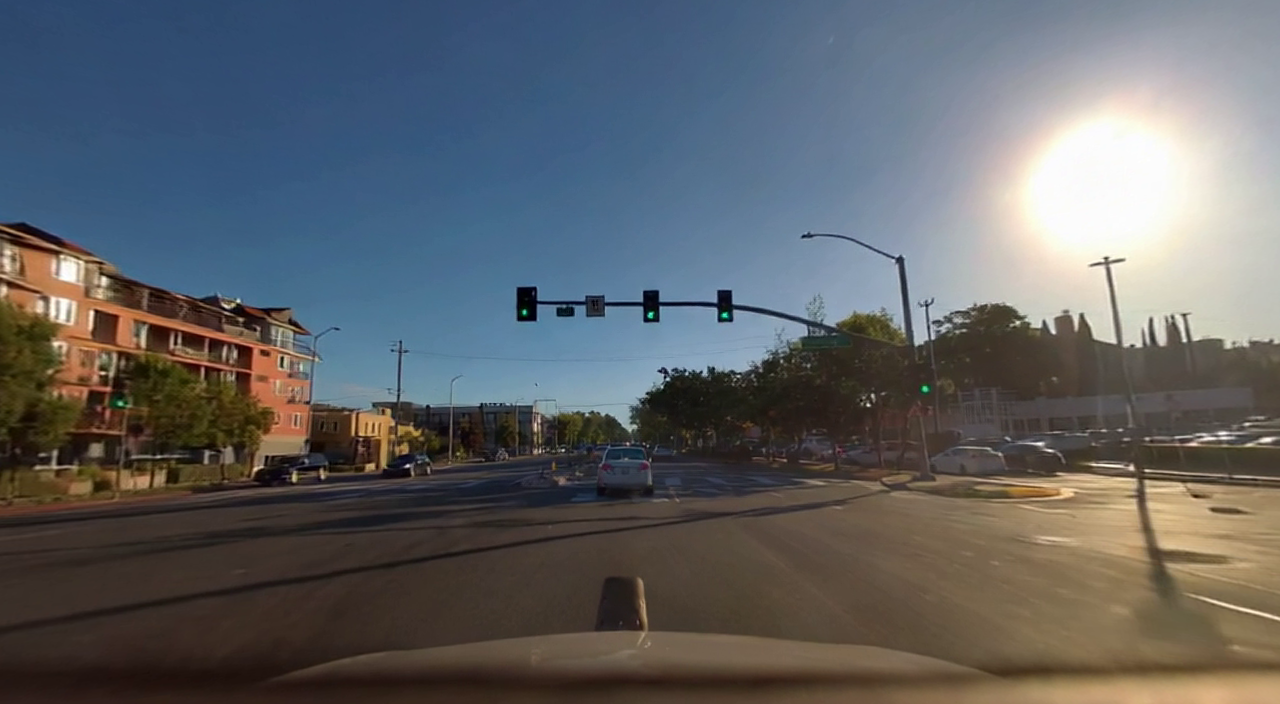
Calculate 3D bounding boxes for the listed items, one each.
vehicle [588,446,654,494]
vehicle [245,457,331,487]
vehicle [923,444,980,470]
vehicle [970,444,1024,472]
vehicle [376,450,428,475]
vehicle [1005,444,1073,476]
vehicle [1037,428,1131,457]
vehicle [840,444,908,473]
[{"bbox_3d":[-0.599,3.893,21.218,2.010,1.447,4.121,0,-9,0],"label":"vehicle"},{"bbox_3d":[-19.489,6.622,35.120,2.018,1.468,4.768,0,-9,0],"label":"vehicle"},{"bbox_3d":[18.980,6.356,38.294,1.900,1.490,4.238,-8,-11,42],"label":"vehicle"},{"bbox_3d":[19.862,5.862,34.950,1.717,1.444,3.788,-8,-11,41],"label":"vehicle"},{"bbox_3d":[-15.985,7.443,42.436,1.947,1.564,3.809,0,-9,0],"label":"vehicle"},{"bbox_3d":[19.789,5.301,31.115,1.932,1.430,4.203,-8,-12,43],"label":"vehicle"},{"bbox_3d":[31.087,6.391,44.158,5.079,1.893,2.254,2,-11,-9],"label":"vehicle"},{"bbox_3d":[12.709,5.798,34.503,1.849,1.429,4.335,0,-9,-3],"label":"vehicle"}]
